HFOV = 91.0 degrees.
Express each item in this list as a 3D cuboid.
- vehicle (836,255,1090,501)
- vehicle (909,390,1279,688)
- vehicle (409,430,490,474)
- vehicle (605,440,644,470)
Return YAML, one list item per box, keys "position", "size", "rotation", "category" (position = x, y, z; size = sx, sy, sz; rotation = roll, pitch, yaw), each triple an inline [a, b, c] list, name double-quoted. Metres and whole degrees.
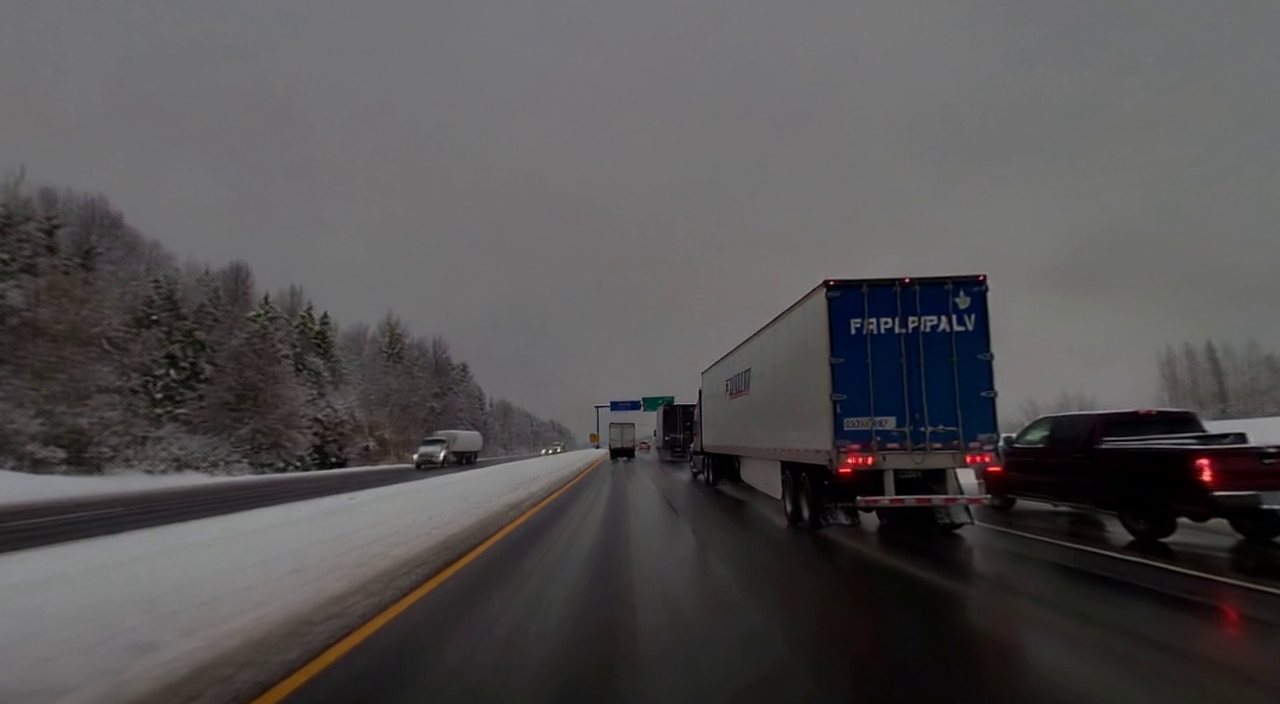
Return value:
- position: [4.282, 0.417, 8.806]
  size: [2.244, 3.047, 2.035]
  rotation: [0, -8, -2]
  category: "vehicle"
- position: [4.590, 1.234, 5.297]
  size: [4.253, 1.543, 2.045]
  rotation: [4, -9, -30]
  category: "vehicle"
- position: [-12.754, 6.744, 43.111]
  size: [2.774, 2.621, 9.453]
  rotation: [0, -8, -1]
  category: "vehicle"
- position: [-0.821, 5.443, 33.475]
  size: [1.943, 1.491, 3.459]
  rotation: [0, -8, -2]
  category: "vehicle"
